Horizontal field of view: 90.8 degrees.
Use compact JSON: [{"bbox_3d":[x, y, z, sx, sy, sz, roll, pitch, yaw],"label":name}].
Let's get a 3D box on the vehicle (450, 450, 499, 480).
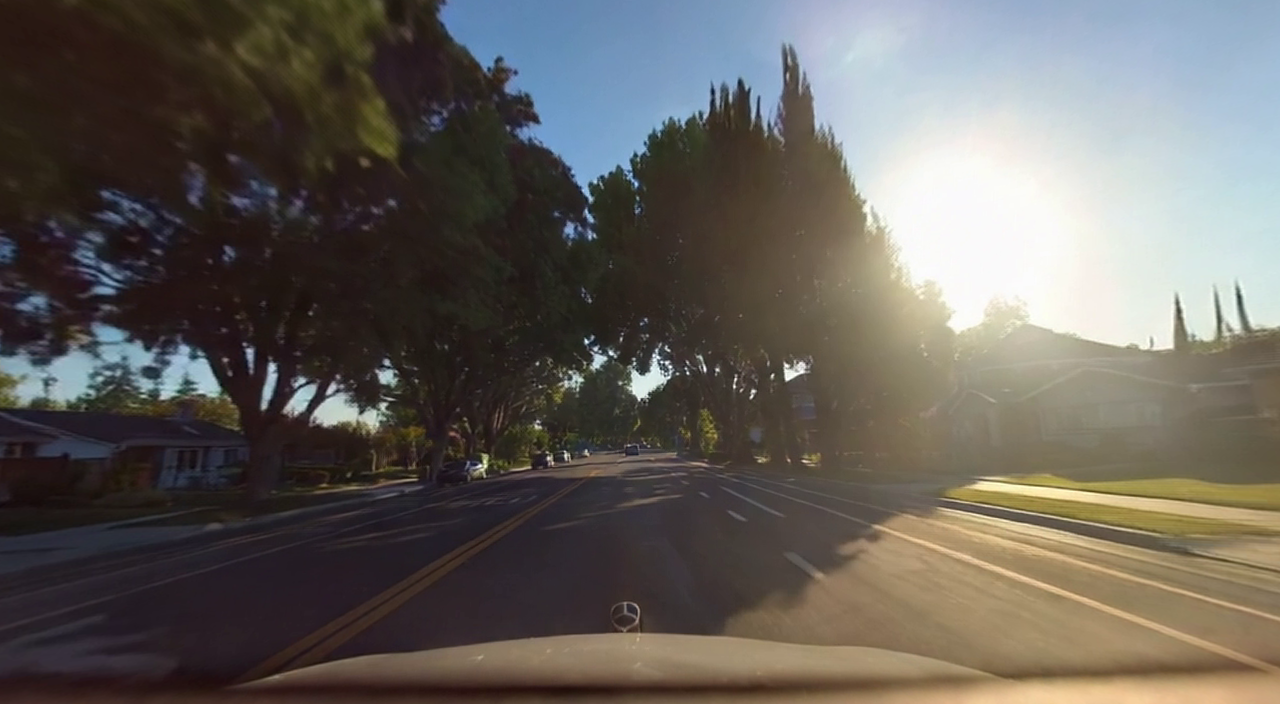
[{"bbox_3d":[-10.743,7.331,41.265,1.989,1.610,4.337,-5,-8,0],"label":"vehicle"}]
